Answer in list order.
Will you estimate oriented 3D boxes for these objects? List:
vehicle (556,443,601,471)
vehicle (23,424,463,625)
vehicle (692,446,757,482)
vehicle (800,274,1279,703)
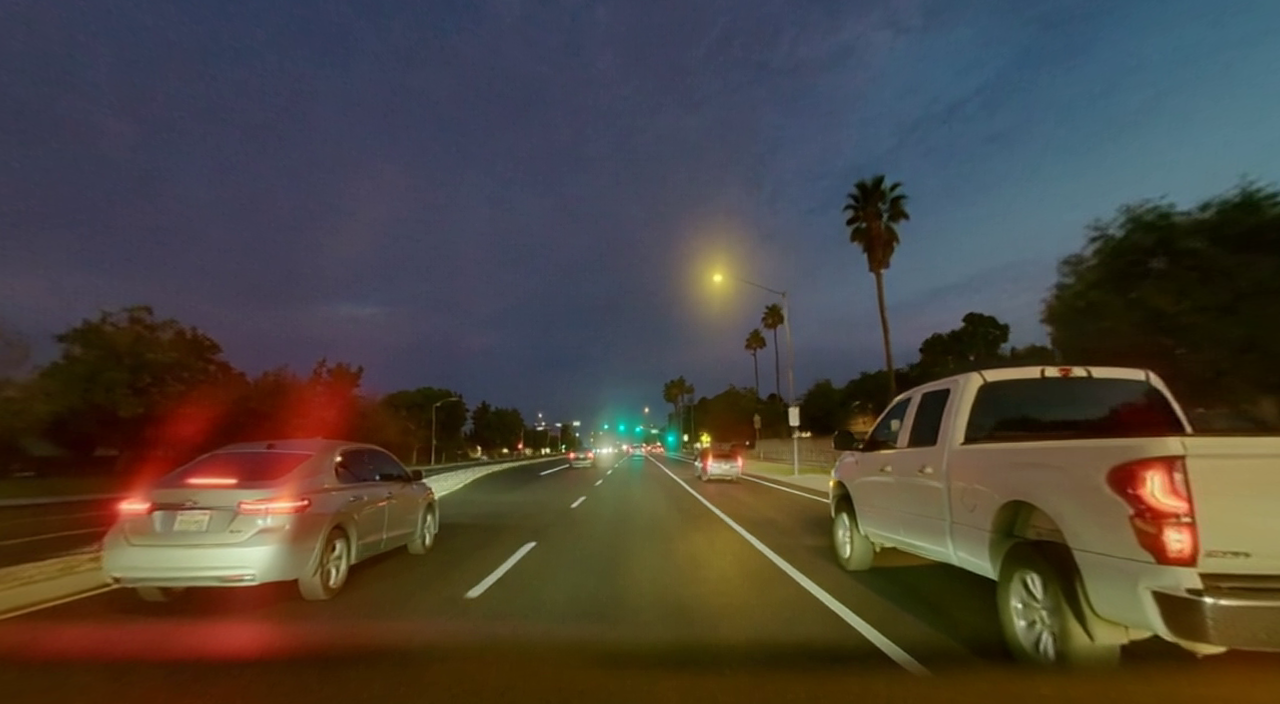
[{"bbox_3d":[-3.604,6.259,37.788,2.263,1.548,4.555,0,-8,0],"label":"vehicle"},{"bbox_3d":[-3.629,1.637,7.011,2.094,1.509,4.286,0,-8,0],"label":"vehicle"},{"bbox_3d":[3.642,4.943,28.252,2.149,1.421,4.805,0,-9,-1],"label":"vehicle"},{"bbox_3d":[3.337,1.103,5.277,2.478,2.030,5.723,0,-9,0],"label":"vehicle"}]
